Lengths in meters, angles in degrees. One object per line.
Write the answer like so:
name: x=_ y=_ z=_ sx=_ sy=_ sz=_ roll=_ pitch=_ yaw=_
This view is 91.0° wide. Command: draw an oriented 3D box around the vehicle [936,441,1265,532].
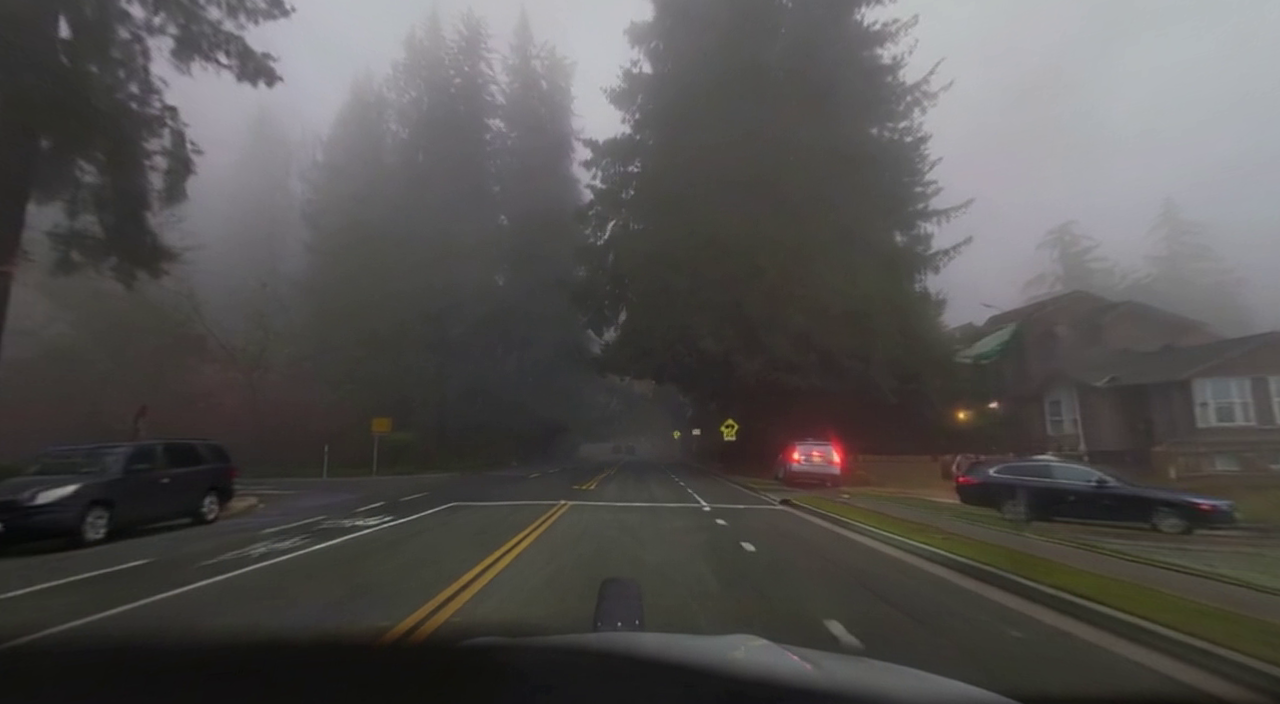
vehicle: x=8.211 y=2.412 z=11.726 sx=4.438 sy=1.466 sz=1.943 roll=-1 pitch=-9 yaw=9

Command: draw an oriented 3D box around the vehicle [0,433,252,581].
vehicle: x=-9.387 y=2.425 z=10.930 sx=2.181 sy=1.938 sz=4.931 roll=-2 pitch=-7 yaw=0

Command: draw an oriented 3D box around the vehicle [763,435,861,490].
vehicle: x=5.837 y=3.810 z=22.053 sx=2.096 sy=1.713 sz=4.606 roll=0 pitch=-9 yaw=-1
